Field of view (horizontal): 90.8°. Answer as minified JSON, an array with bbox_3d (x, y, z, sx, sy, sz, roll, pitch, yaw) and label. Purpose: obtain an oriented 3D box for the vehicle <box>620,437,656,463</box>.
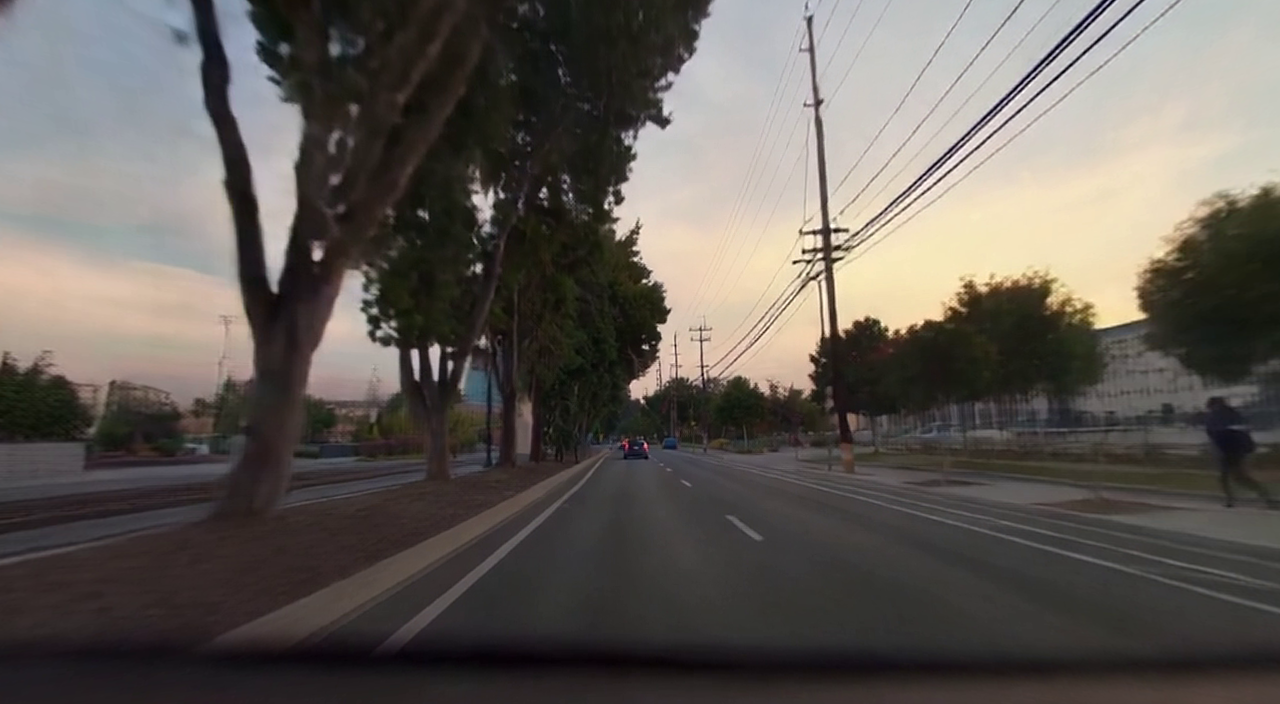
[{"bbox_3d":[-0.190,6.043,39.325,2.109,1.501,4.042,0,-8,-2],"label":"vehicle"}]
